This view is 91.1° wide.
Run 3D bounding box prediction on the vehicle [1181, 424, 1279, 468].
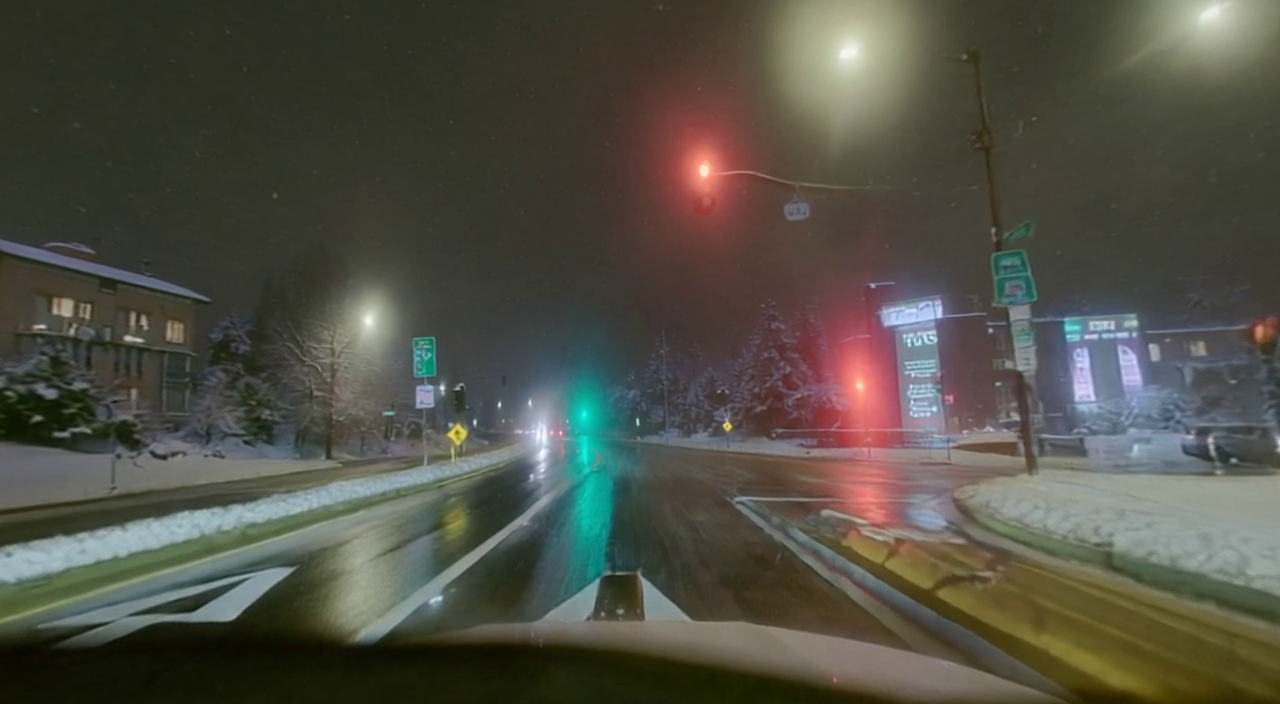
[{"bbox_3d":[22.611,3.424,22.934,1.717,1.486,3.824,4,-10,-32],"label":"vehicle"}]
